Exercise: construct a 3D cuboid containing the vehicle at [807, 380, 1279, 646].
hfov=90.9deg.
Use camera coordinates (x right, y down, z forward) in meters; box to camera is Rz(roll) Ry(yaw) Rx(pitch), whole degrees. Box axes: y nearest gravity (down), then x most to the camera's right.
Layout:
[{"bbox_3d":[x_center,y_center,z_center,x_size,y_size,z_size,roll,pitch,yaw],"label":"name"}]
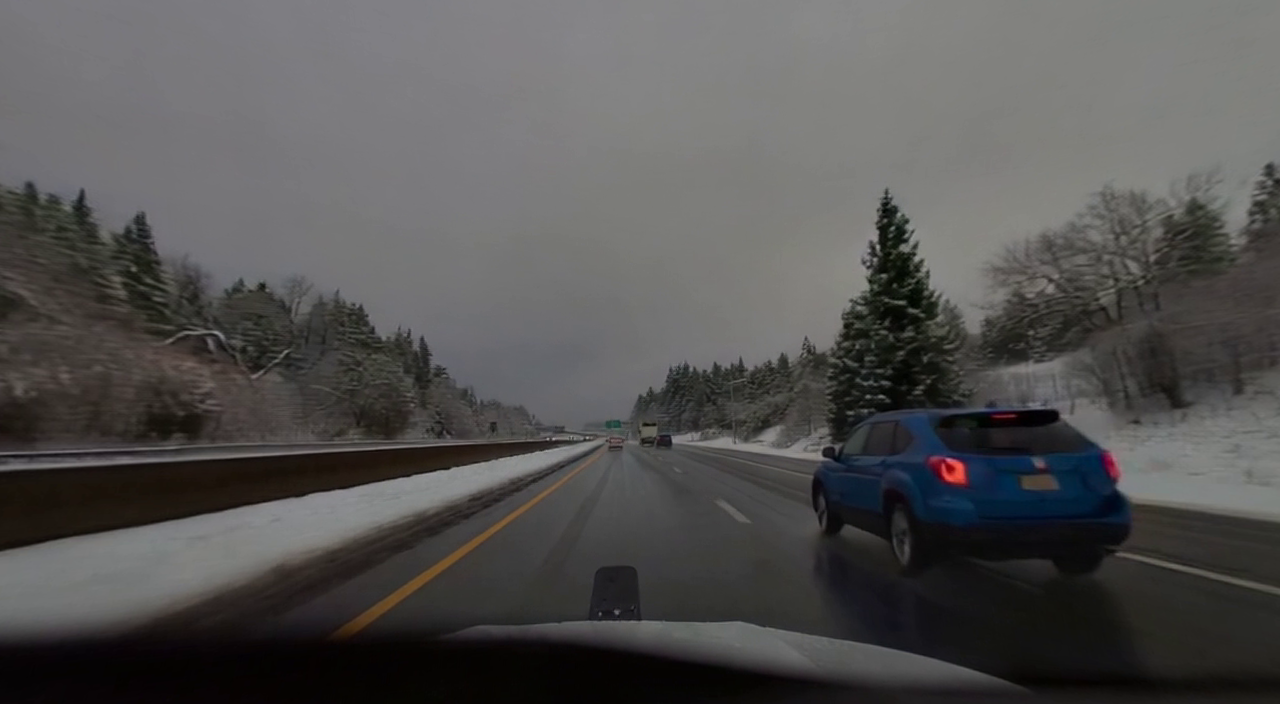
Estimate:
[{"bbox_3d":[3.370,1.312,6.304,2.085,1.681,4.436,0,-8,-1],"label":"vehicle"}]
